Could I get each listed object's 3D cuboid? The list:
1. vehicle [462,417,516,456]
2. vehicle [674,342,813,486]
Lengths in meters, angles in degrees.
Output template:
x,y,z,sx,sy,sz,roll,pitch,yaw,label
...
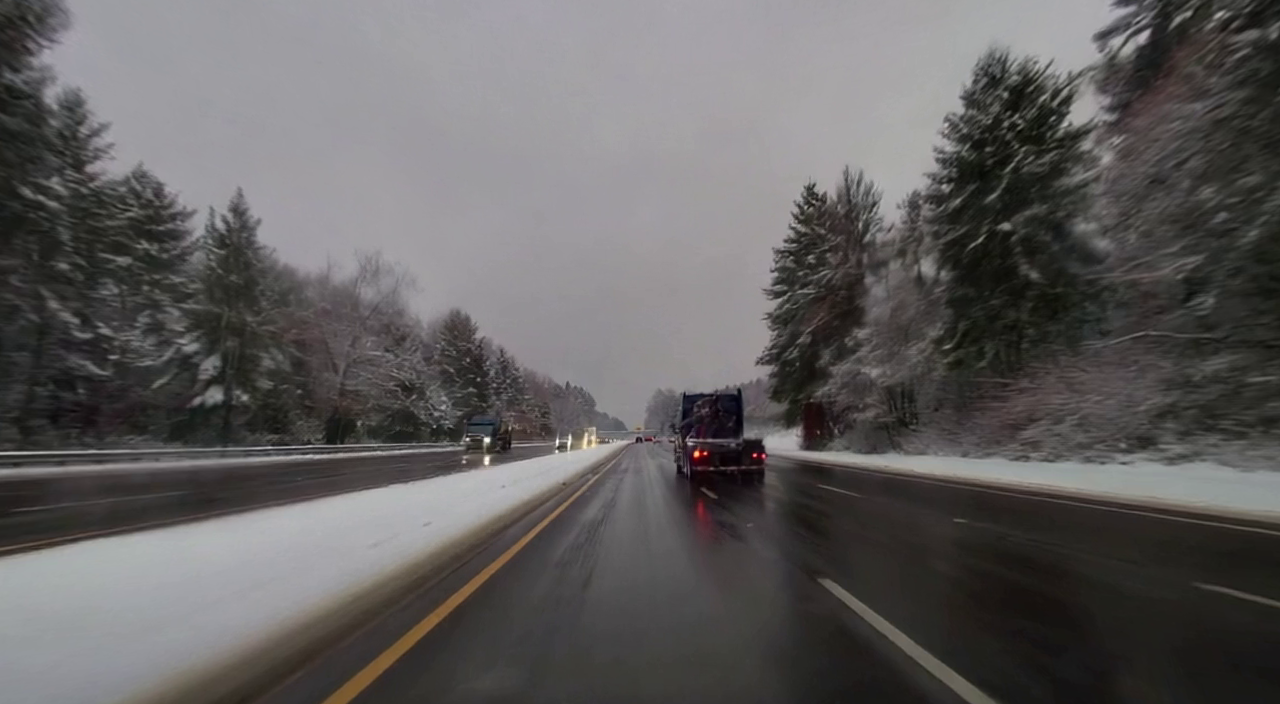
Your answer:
x,y,z,sx,sy,sz,roll,pitch,yaw,label
-11.343,6.449,47.834,2.322,2.720,6.848,0,-8,1,vehicle
3.463,2.828,25.891,3.691,4.331,13.909,0,-8,1,vehicle
